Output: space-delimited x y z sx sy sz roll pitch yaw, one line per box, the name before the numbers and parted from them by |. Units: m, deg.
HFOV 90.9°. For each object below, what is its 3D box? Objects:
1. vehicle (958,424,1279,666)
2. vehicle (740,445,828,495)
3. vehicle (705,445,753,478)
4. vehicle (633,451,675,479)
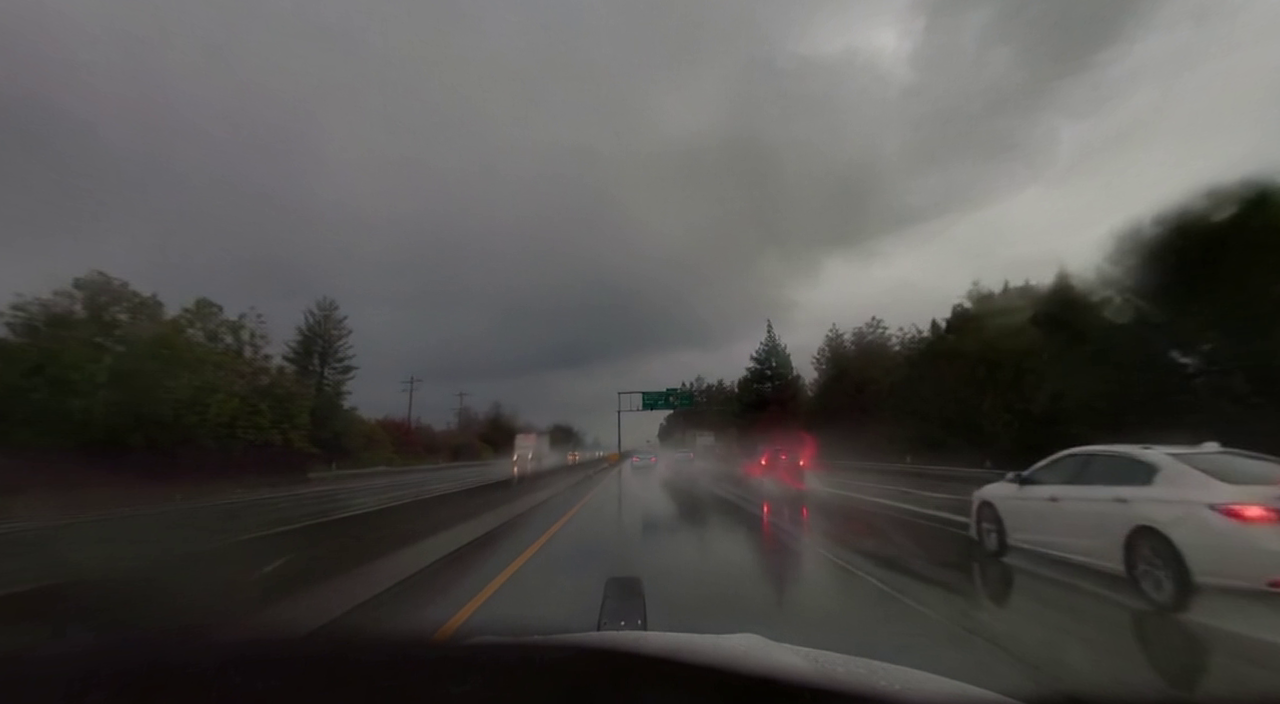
vehicle | 4.819 1.402 5.291 1.827 1.462 4.697 0 -9 0
vehicle | 4.701 3.904 21.153 1.952 1.495 3.740 0 -9 -1
vehicle | 4.748 5.893 34.246 1.969 1.639 4.472 0 -9 0
vehicle | 0.676 5.730 32.133 2.012 1.320 3.777 0 -9 0
